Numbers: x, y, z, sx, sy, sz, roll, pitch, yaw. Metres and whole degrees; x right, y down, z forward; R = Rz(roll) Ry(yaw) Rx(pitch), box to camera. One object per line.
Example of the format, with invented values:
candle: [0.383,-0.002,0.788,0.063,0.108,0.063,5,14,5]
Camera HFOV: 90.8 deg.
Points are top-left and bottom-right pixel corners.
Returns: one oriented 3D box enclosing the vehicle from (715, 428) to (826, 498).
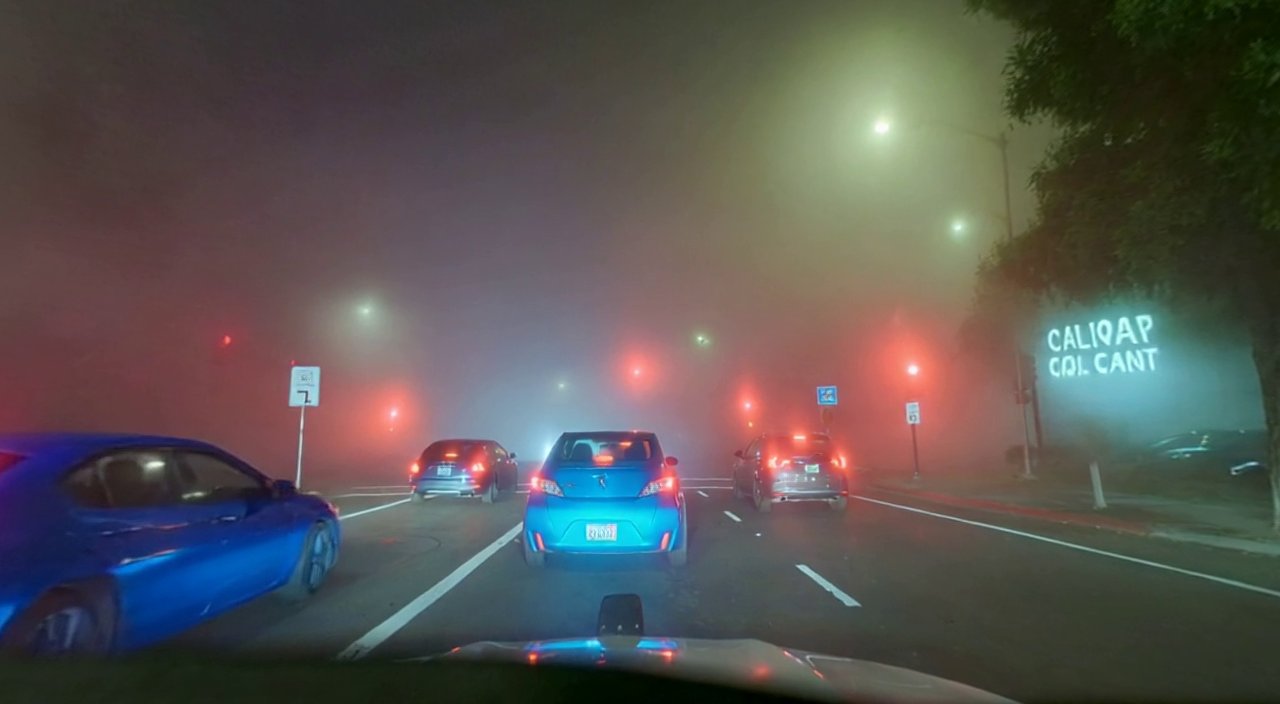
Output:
vehicle: [3.432,3.005,17.511,2.028,1.678,4.220,0,-8,-2]

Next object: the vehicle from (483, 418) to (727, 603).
vehicle: [-0.357,1.642,7.479,2.045,1.533,4.183,0,-8,-2]

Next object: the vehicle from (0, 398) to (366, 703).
vehicle: [-3.771,1.160,4.092,2.074,1.485,4.395,0,-8,-1]

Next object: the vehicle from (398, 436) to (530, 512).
vehicle: [-3.778,2.669,14.309,1.998,1.452,3.773,0,-8,-2]

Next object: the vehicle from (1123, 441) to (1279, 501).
vehicle: [15.178,3.029,16.267,3.951,1.418,1.842,0,-8,-3]
